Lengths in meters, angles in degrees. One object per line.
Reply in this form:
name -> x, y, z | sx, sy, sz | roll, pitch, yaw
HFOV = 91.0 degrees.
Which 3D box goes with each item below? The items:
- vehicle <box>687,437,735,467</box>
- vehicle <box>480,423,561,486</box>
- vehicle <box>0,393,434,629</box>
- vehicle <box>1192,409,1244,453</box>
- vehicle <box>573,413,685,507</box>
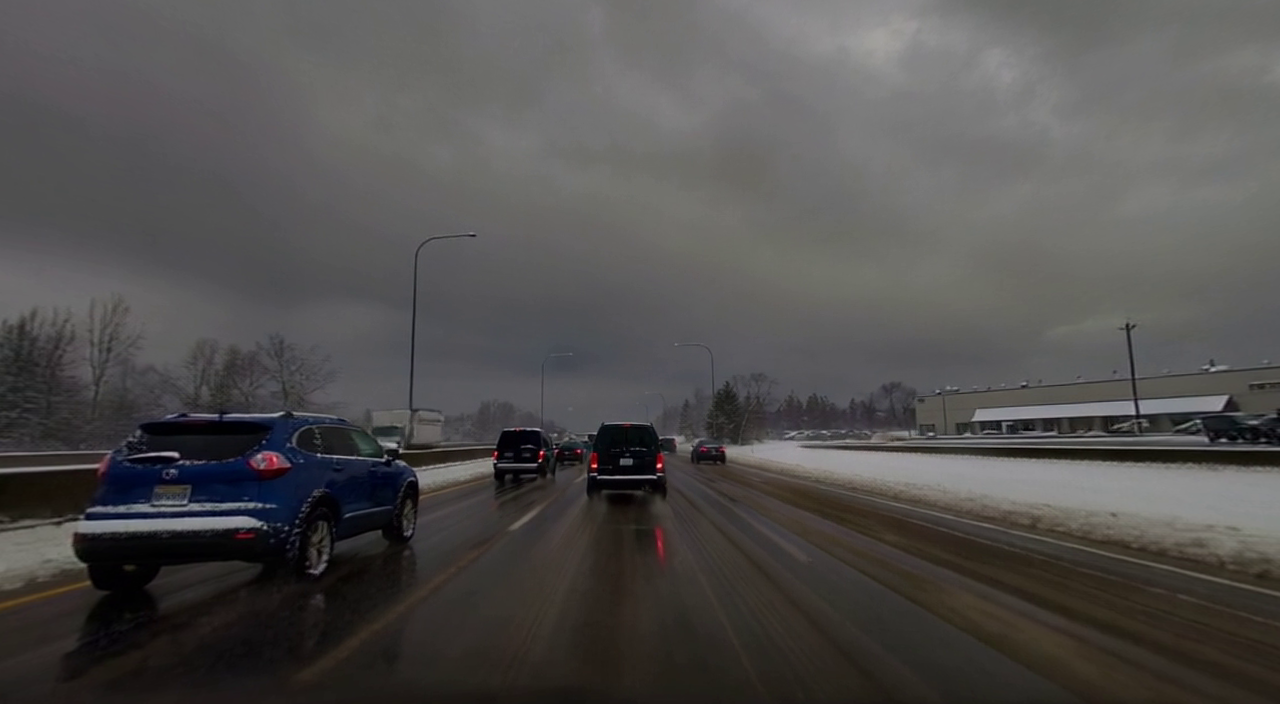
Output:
vehicle -> 3.780, 5.383, 34.079 | 1.999, 1.494, 3.833 | 0, -8, -3
vehicle -> -4.036, 3.517, 21.952 | 2.038, 1.936, 4.300 | 0, -8, -1
vehicle -> -3.931, 1.467, 6.839 | 1.972, 1.703, 4.333 | 0, -8, -1
vehicle -> 30.885, 4.241, 33.646 | 1.480, 2.238, 1.864 | -5, -9, 30
vehicle -> -0.288, 2.543, 15.272 | 2.304, 1.925, 4.282 | 0, -8, -1
